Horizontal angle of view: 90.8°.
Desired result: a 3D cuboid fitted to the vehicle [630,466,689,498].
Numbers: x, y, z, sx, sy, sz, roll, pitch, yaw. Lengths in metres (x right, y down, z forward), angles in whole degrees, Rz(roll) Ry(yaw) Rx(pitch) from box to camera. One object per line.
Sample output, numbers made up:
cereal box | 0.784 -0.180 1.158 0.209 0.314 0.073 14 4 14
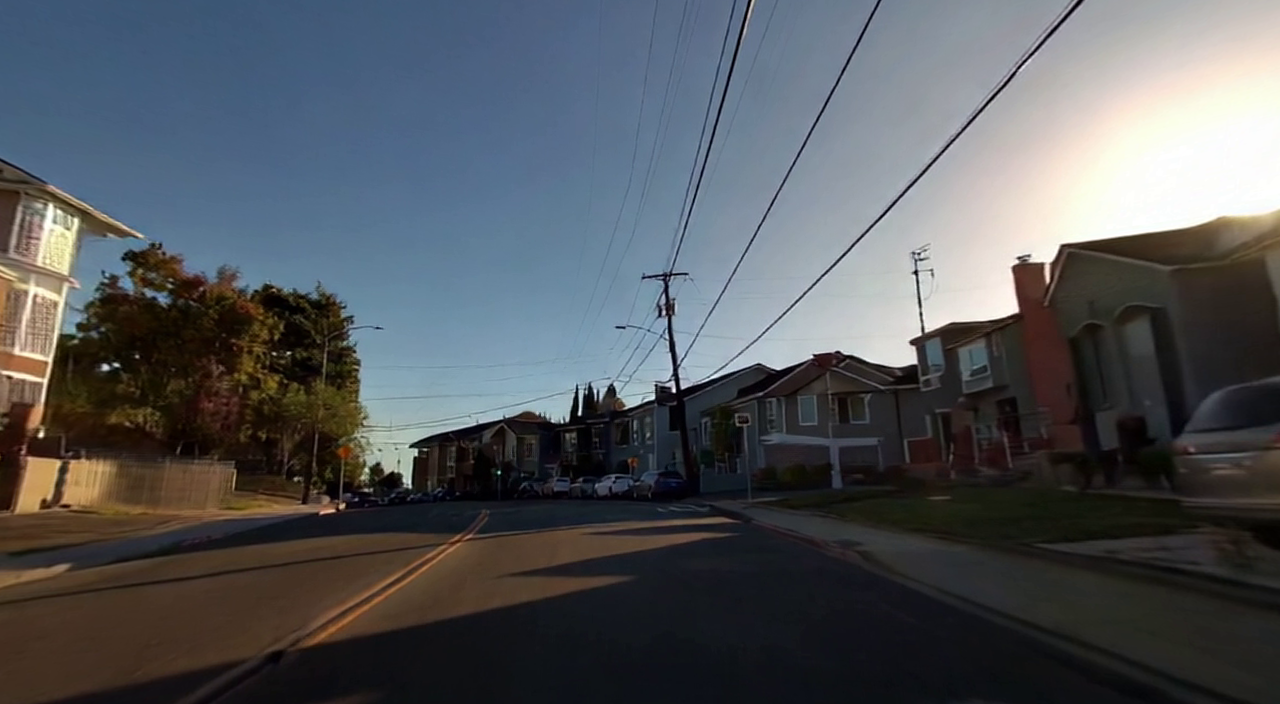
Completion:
vehicle | 1.237 8.864 43.446 2.184 1.885 5.343 3 -9 -20

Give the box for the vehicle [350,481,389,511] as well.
vehicle | -17.150 9.053 39.915 1.994 1.515 4.385 4 -9 -25

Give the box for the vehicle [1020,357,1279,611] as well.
vehicle | 7.264 0.930 6.074 5.578 1.842 2.300 -6 -11 -3
